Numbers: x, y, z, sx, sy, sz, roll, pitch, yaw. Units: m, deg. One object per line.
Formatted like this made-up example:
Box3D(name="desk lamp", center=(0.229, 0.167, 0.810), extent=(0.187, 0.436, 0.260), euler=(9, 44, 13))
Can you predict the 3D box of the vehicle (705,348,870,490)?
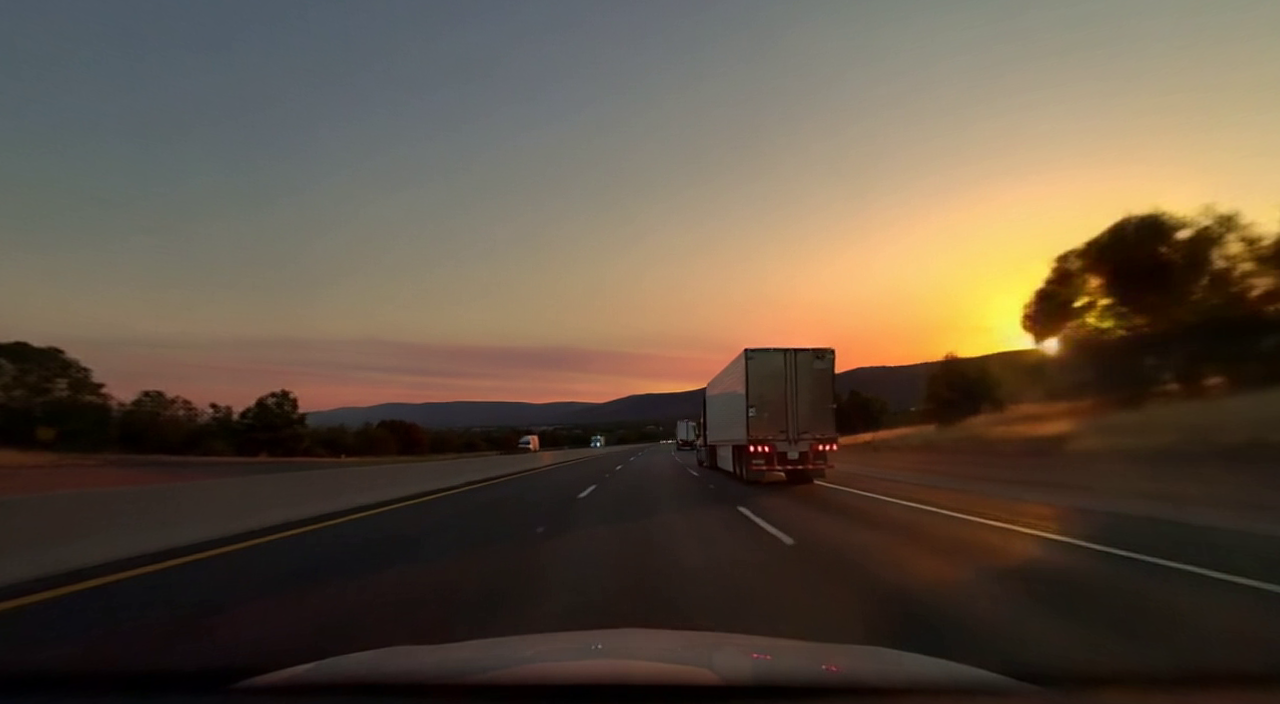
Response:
Box3D(name="vehicle", center=(4.862, 2.920, 24.897), extent=(3.485, 3.975, 14.489), euler=(0, -8, 2))
